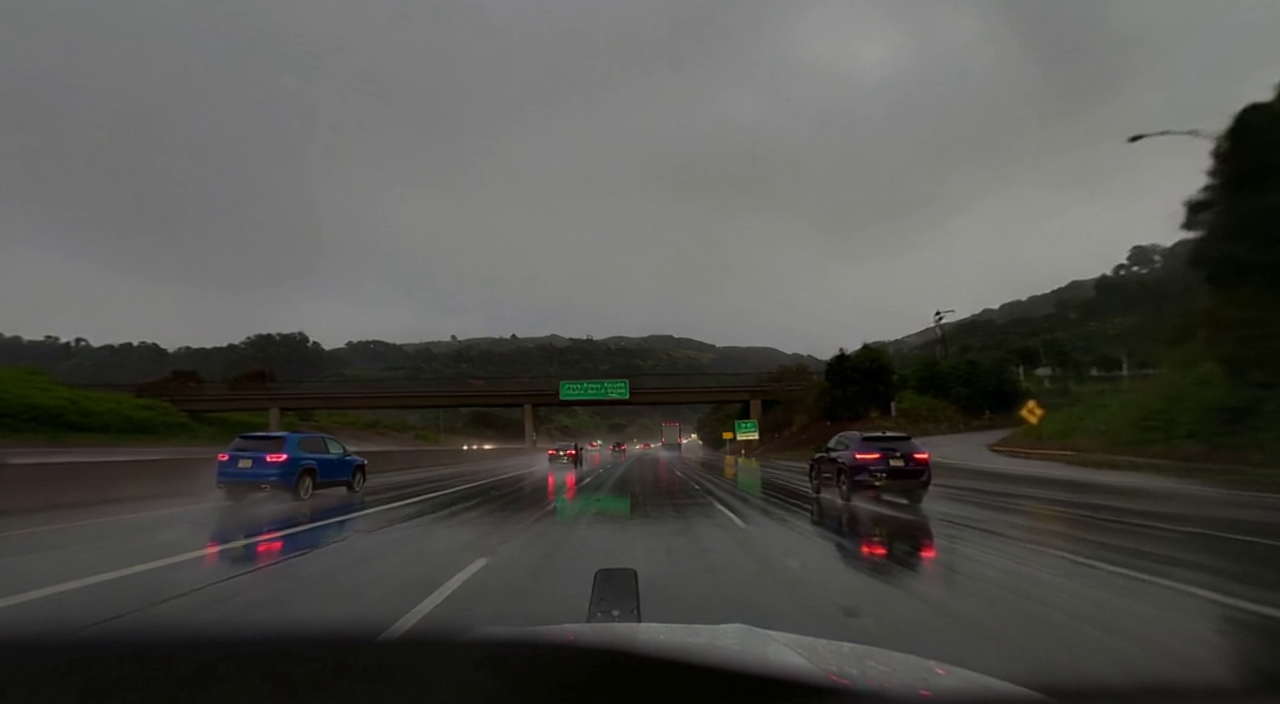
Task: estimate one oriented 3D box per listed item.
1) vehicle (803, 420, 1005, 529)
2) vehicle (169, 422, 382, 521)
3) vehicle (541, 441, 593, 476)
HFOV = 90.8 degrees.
[{"bbox_3d":[4.768,2.284,12.323,1.950,1.719,4.545,0,-9,0],"label":"vehicle"},{"bbox_3d":[-7.130,2.374,12.994,1.860,1.694,4.173,0,-9,0],"label":"vehicle"},{"bbox_3d":[-3.378,5.055,30.174,1.925,1.509,4.363,0,-9,0],"label":"vehicle"}]
